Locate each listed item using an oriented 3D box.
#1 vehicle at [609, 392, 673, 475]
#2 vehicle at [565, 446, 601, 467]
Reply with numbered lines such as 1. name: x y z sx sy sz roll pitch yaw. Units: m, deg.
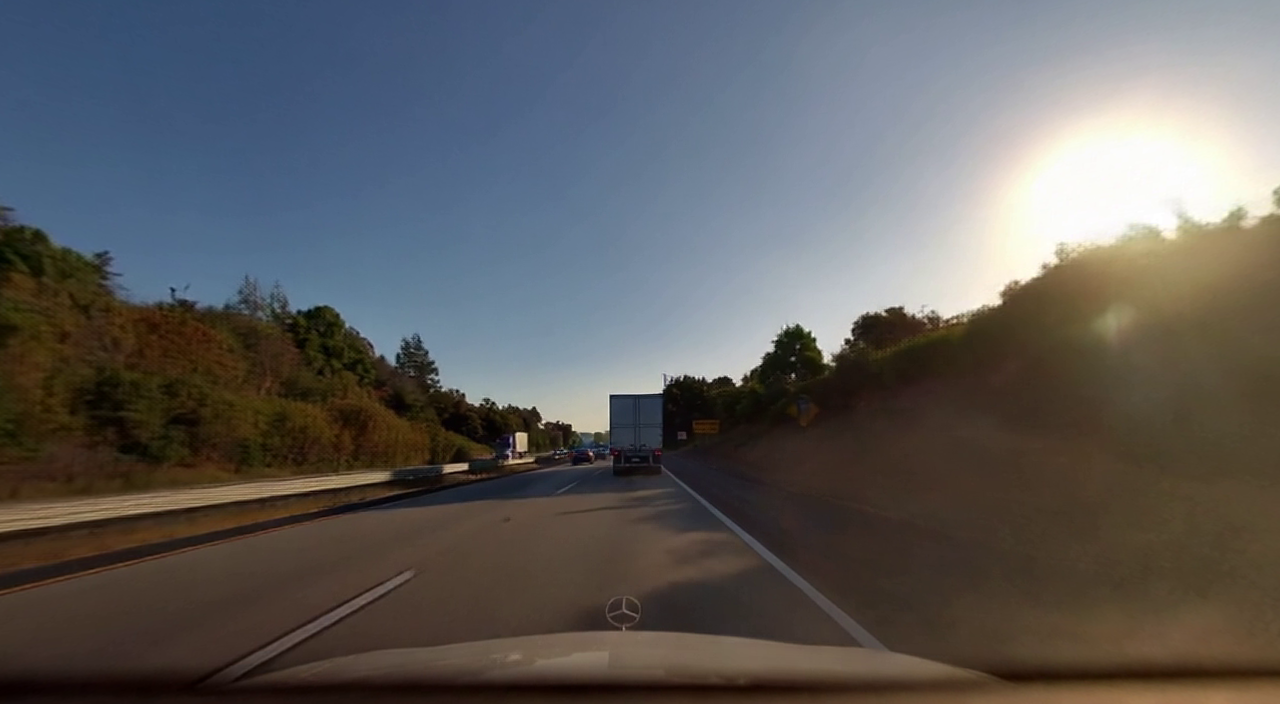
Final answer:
1. vehicle: 0.057 4.568 34.375 2.959 3.828 9.617 0 -9 0
2. vehicle: -4.197 7.814 47.126 2.206 1.478 4.824 0 -9 0
